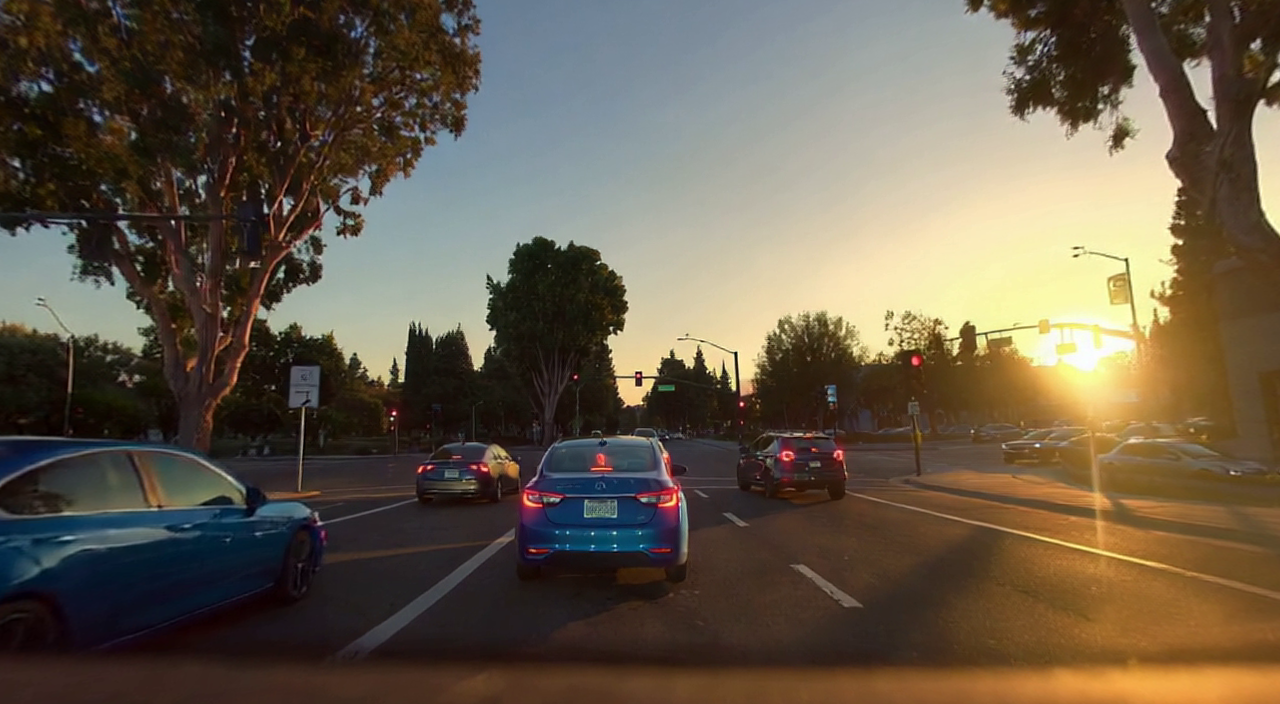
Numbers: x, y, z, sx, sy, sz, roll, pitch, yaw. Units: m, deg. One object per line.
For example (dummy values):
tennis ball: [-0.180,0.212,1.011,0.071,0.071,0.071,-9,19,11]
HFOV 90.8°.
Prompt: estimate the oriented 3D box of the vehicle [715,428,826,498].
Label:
vehicle: [3.432,3.005,17.511,2.028,1.678,4.220,0,-8,-2]

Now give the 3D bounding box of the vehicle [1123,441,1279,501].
vehicle: [15.178,3.029,16.267,3.951,1.418,1.842,0,-8,-3]

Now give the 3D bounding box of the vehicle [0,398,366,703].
vehicle: [-3.771,1.160,4.092,2.074,1.485,4.395,0,-8,-1]

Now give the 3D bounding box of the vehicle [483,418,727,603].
vehicle: [-0.357,1.642,7.479,2.045,1.533,4.183,0,-8,-2]

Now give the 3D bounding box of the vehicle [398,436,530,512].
vehicle: [-3.778,2.669,14.309,1.998,1.452,3.773,0,-8,-2]
